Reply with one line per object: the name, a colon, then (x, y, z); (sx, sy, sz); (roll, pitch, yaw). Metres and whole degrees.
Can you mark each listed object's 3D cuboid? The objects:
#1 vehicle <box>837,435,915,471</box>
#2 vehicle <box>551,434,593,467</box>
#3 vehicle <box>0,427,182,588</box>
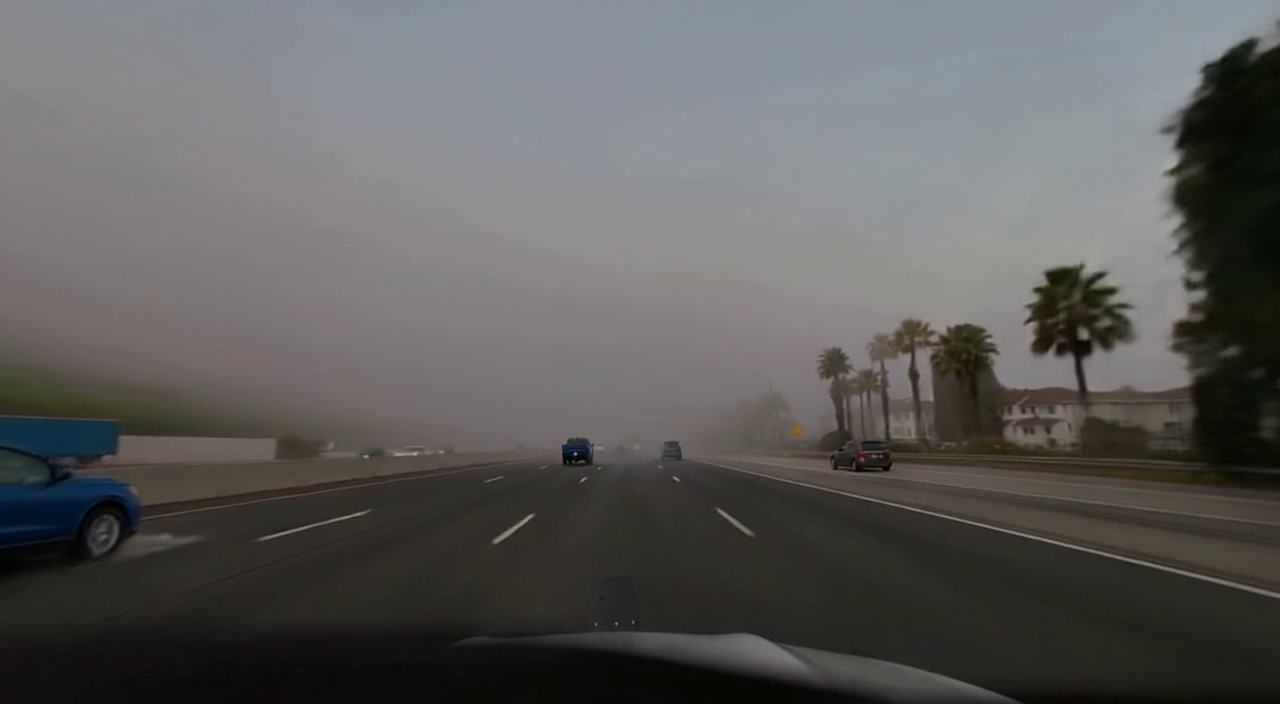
vehicle: (12.412, 5.363, 33.638); (2.168, 1.792, 4.457); (0, -9, -4)
vehicle: (-4.341, 6.408, 41.042); (2.225, 1.967, 4.673); (0, -9, 0)
vehicle: (-6.950, 1.404, 5.606); (2.018, 1.480, 4.999); (0, -9, 0)
